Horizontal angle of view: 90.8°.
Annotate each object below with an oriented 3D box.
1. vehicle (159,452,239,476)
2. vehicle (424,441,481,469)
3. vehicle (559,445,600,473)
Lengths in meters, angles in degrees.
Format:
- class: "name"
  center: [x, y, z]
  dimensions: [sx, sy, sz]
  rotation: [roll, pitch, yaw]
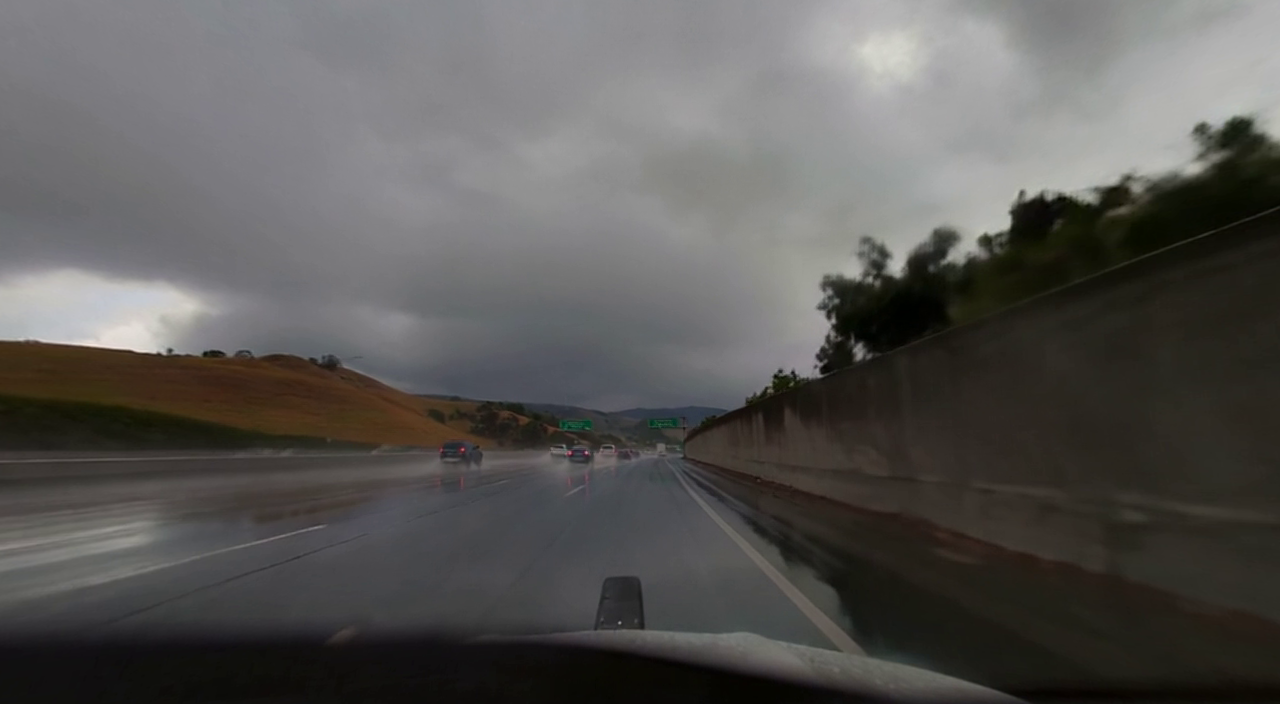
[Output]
- class: "vehicle"
  center: [-29.566, 7.477, 42.551]
  dimensions: [1.908, 1.464, 4.735]
  rotation: [0, -8, 1]
- class: "vehicle"
  center: [-12.397, 6.817, 42.071]
  dimensions: [2.076, 1.766, 4.831]
  rotation: [0, -8, 3]
- class: "vehicle"
  center: [-3.468, 6.202, 36.896]
  dimensions: [1.931, 1.492, 4.076]
  rotation: [0, -8, 1]
